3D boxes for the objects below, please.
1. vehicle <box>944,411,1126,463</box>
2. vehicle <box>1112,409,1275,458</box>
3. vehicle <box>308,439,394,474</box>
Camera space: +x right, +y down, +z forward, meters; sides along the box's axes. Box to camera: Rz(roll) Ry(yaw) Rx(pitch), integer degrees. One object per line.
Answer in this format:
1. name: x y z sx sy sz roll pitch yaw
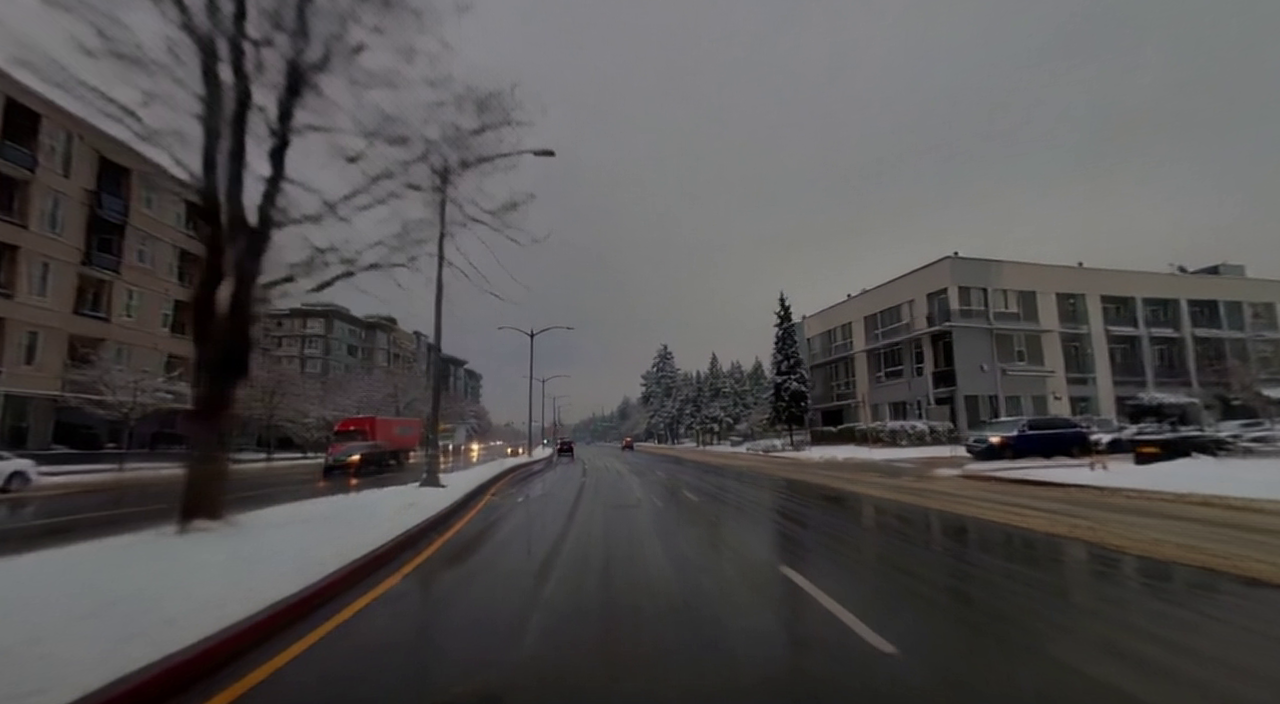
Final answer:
1. vehicle: 16.314 3.621 26.580 5.829 1.995 2.659 -2 -9 15
2. vehicle: 21.884 3.270 25.248 4.218 1.780 2.331 -1 -10 19
3. vehicle: -13.736 5.002 30.374 2.150 1.534 4.569 0 -8 -3
